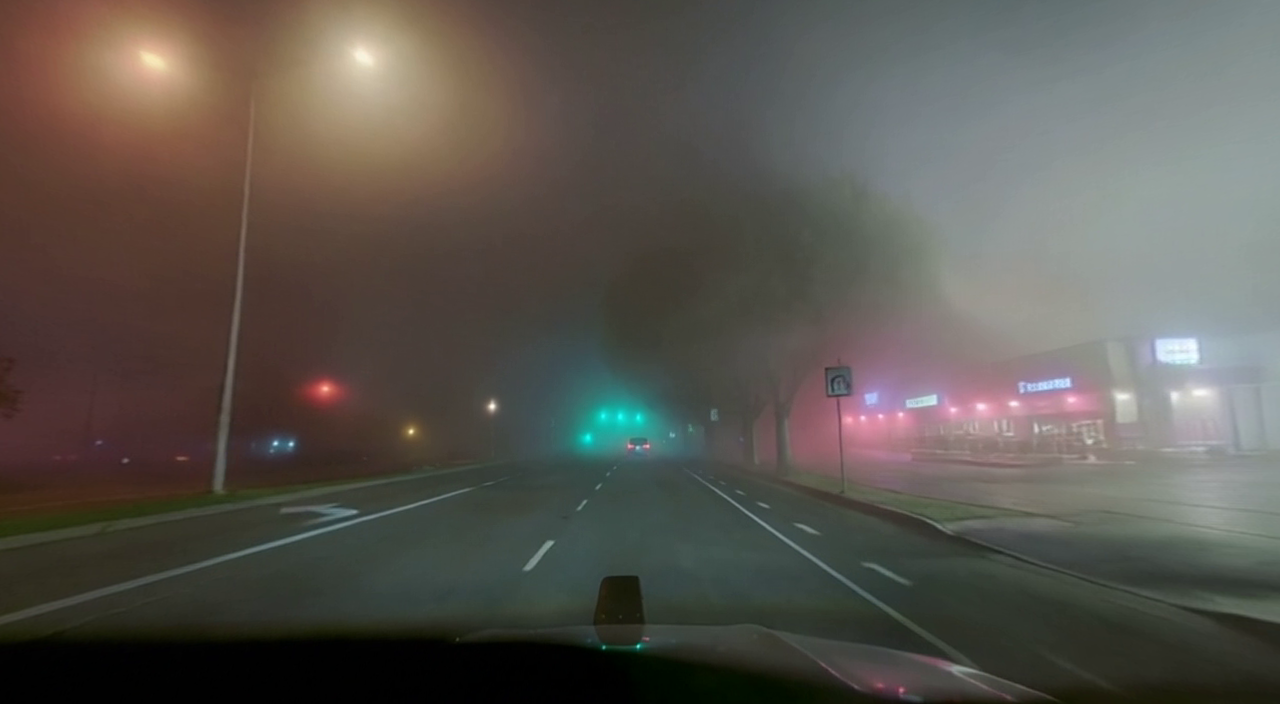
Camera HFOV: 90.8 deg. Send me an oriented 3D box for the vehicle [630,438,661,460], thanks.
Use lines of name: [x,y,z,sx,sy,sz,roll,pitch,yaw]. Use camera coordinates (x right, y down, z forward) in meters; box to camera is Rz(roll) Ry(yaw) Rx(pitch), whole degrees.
vehicle: [0.343,6.799,44.510,2.115,1.461,3.976,0,-8,-1]
